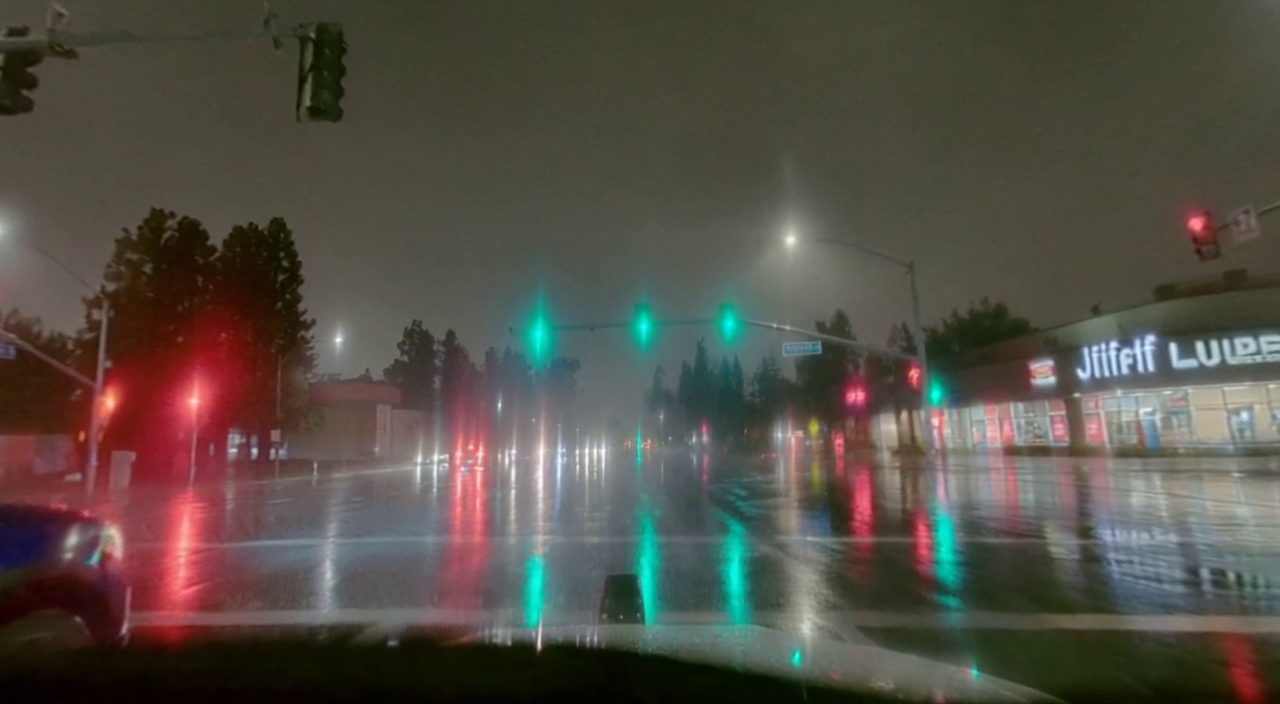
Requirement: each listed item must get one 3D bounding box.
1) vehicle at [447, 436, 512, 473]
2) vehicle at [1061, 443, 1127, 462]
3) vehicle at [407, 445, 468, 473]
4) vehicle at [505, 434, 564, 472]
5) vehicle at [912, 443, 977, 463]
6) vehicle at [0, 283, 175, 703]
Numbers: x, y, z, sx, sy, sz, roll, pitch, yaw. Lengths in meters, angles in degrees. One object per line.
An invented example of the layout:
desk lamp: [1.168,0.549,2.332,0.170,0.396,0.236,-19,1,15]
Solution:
vehicle: [-8.422,5.432,33.605,2.273,1.791,4.809,0,-8,-1]
vehicle: [34.454,7.615,47.965,3.740,1.433,1.646,0,-8,-2]
vehicle: [-11.327,5.967,35.596,2.003,1.476,4.082,0,-8,1]
vehicle: [-5.353,5.231,32.782,2.384,1.787,5.038,0,-8,-2]
vehicle: [23.879,7.921,49.661,4.135,1.417,1.851,-2,-9,2]
vehicle: [-3.331,0.451,0.393,2.313,1.883,5.016,0,-8,-1]
